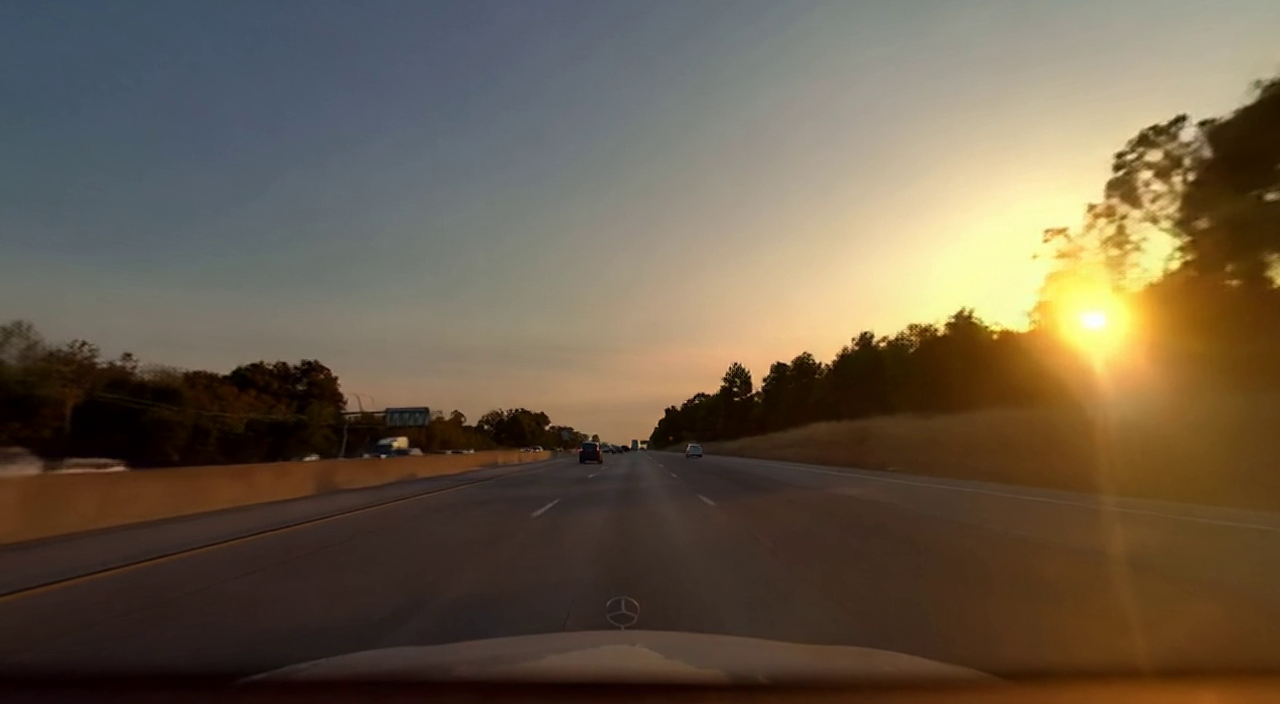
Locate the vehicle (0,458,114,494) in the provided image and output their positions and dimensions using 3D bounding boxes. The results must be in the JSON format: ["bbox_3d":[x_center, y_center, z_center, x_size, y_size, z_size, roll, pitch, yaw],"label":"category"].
[{"bbox_3d":[-28.424,5.947,30.599,1.879,1.475,4.688,0,-9,-1],"label":"vehicle"}]
